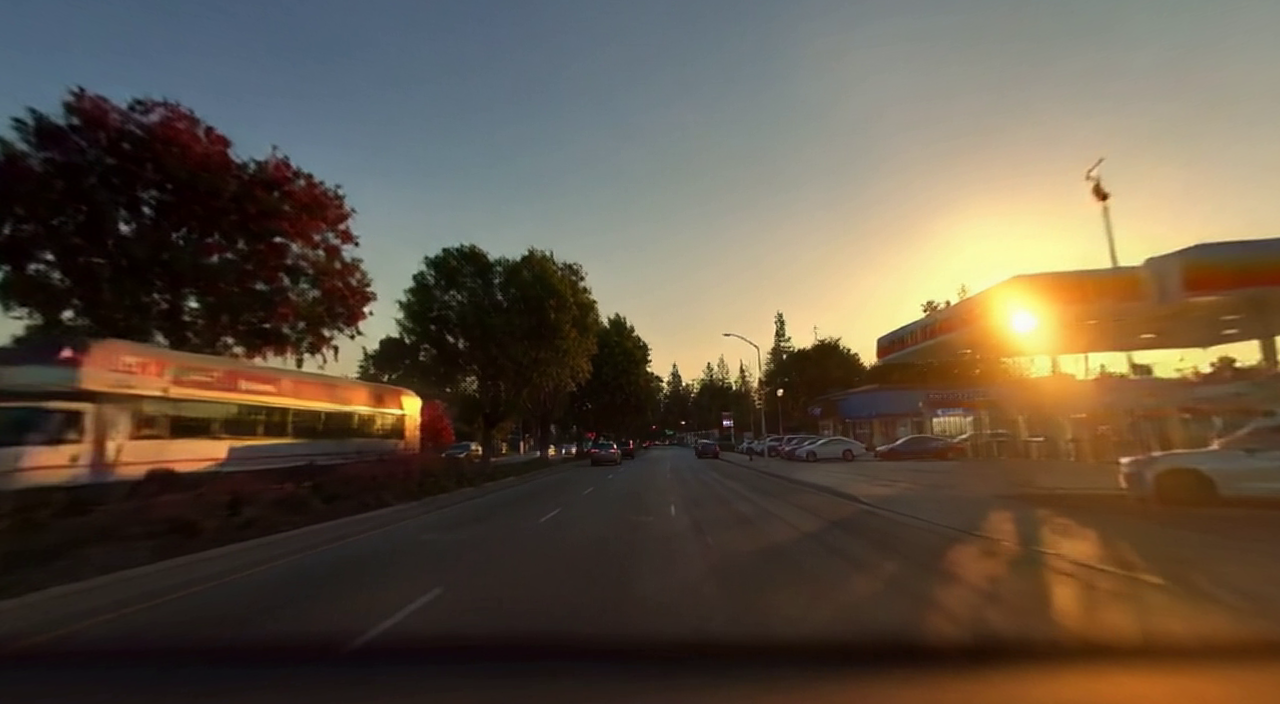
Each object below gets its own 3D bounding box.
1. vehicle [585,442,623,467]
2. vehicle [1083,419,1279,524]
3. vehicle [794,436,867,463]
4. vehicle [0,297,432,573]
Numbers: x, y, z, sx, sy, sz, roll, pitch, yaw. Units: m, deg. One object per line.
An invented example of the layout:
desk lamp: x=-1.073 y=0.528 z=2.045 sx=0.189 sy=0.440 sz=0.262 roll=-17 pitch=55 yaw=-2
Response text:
vehicle: x=-2.089 y=6.128 z=37.731 sx=1.959 sy=1.406 sz=4.272 roll=0 pitch=-9 yaw=1
vehicle: x=10.117 y=1.967 z=10.766 sx=1.888 sy=1.465 sz=4.727 roll=-1 pitch=-9 yaw=3
vehicle: x=13.133 y=6.731 z=43.600 sx=4.454 sy=1.776 sz=1.891 roll=0 pitch=-8 yaw=3
vehicle: x=-8.475 y=1.896 z=14.191 sx=3.056 sy=3.289 sz=13.199 roll=-2 pitch=-8 yaw=1
